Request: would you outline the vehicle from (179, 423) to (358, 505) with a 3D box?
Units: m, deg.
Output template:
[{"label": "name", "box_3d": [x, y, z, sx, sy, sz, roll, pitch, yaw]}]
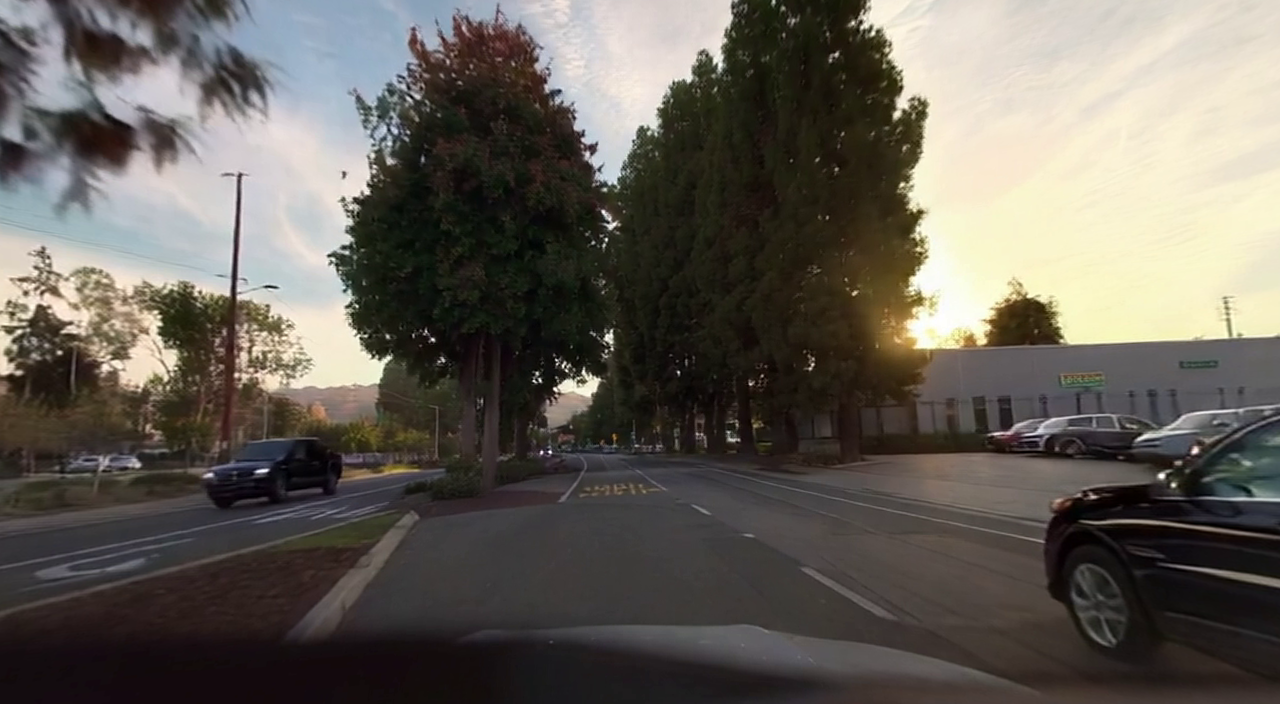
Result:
[{"label": "vehicle", "box_3d": [-11.181, 3.408, 19.720, 2.131, 2.148, 5.709, 0, -9, -1]}]

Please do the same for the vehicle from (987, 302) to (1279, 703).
[{"label": "vehicle", "box_3d": [3.812, 0.688, 2.337, 2.218, 1.878, 4.748, 0, -9, -2]}]

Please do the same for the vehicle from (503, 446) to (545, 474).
[{"label": "vehicle", "box_3d": [-8.032, 7.519, 44.185, 2.079, 1.830, 4.951, 0, -9, -1]}]
